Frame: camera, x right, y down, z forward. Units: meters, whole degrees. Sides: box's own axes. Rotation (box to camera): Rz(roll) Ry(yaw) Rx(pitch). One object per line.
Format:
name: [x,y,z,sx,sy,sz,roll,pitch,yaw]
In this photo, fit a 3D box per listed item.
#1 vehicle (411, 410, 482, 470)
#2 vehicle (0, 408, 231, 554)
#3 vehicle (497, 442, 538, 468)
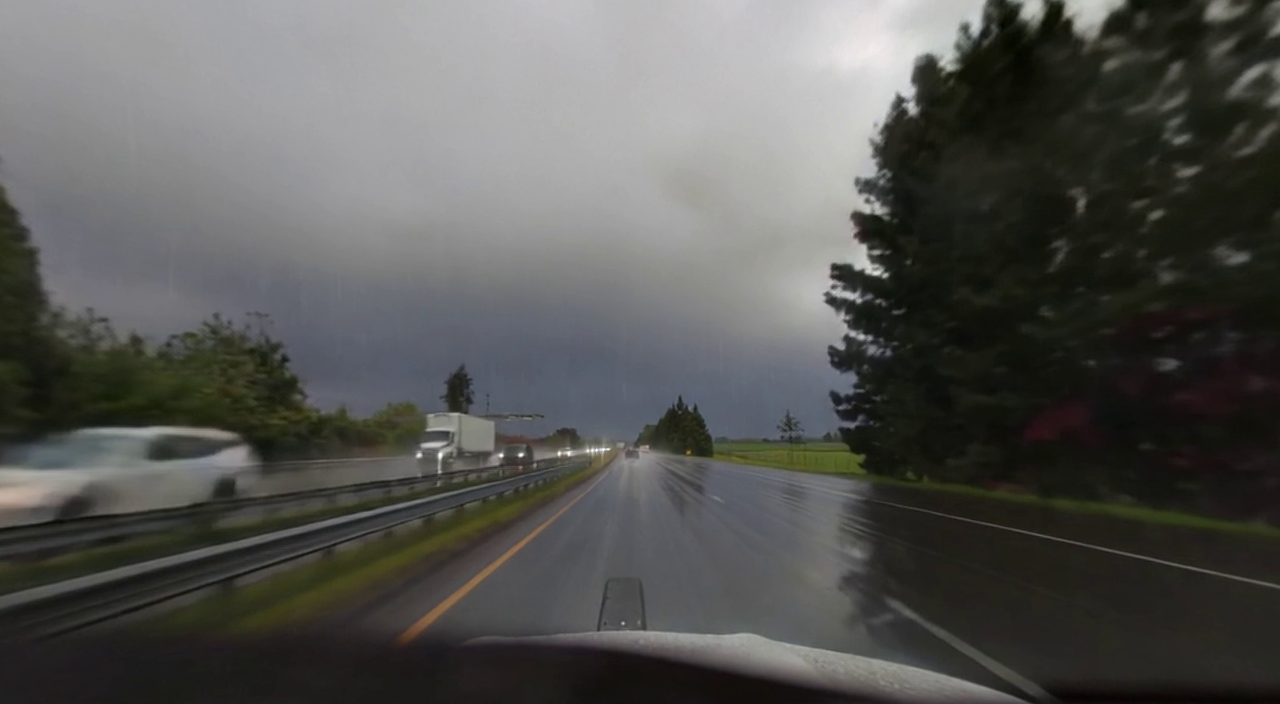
vehicle: [-13.047,6.061,43.061,3.023,3.837,5.876,0,-9,-1]
vehicle: [-8.782,1.858,9.529,2.167,1.729,4.445,0,-9,0]
vehicle: [-8.620,7.262,44.606,2.060,1.750,4.253,0,-9,-1]
